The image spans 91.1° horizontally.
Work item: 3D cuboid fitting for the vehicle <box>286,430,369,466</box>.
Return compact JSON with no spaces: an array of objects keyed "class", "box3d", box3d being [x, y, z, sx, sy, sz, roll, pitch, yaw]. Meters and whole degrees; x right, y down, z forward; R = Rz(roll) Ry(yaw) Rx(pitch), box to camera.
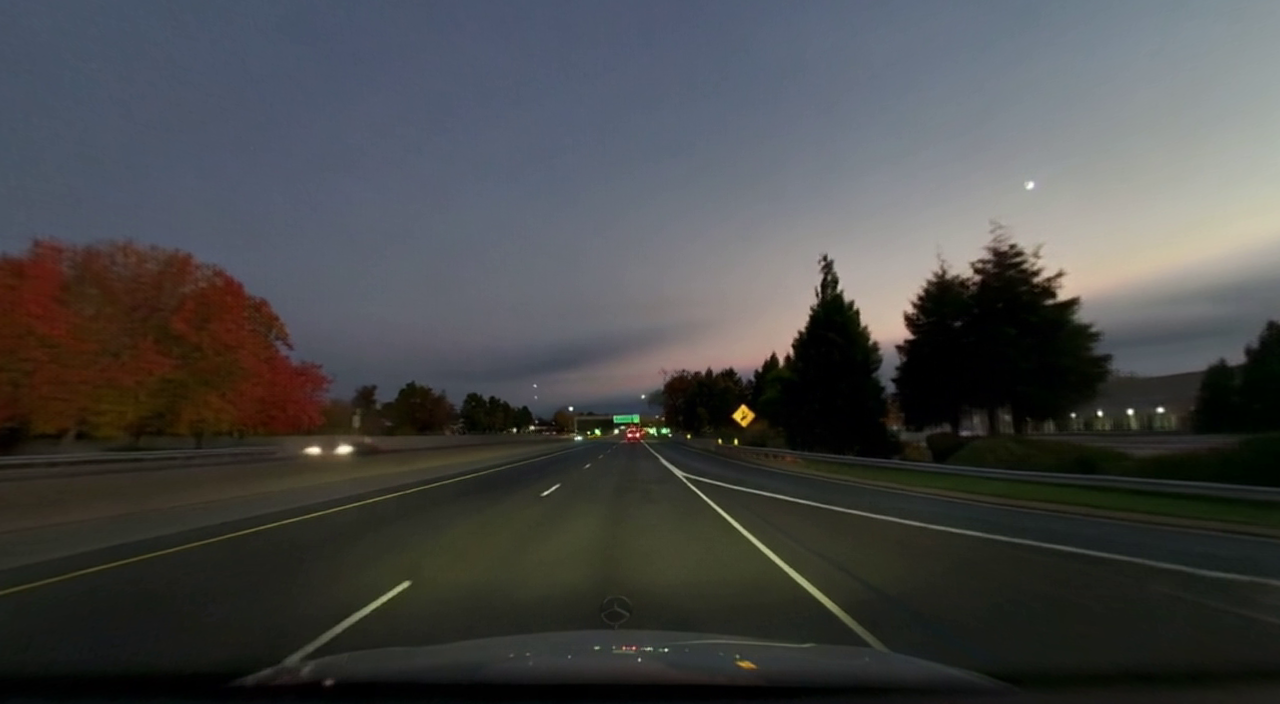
[{"class":"vehicle","box3d":[-15.569,4.770,31.588,1.941,1.642,4.288,0,-8,0]}]
